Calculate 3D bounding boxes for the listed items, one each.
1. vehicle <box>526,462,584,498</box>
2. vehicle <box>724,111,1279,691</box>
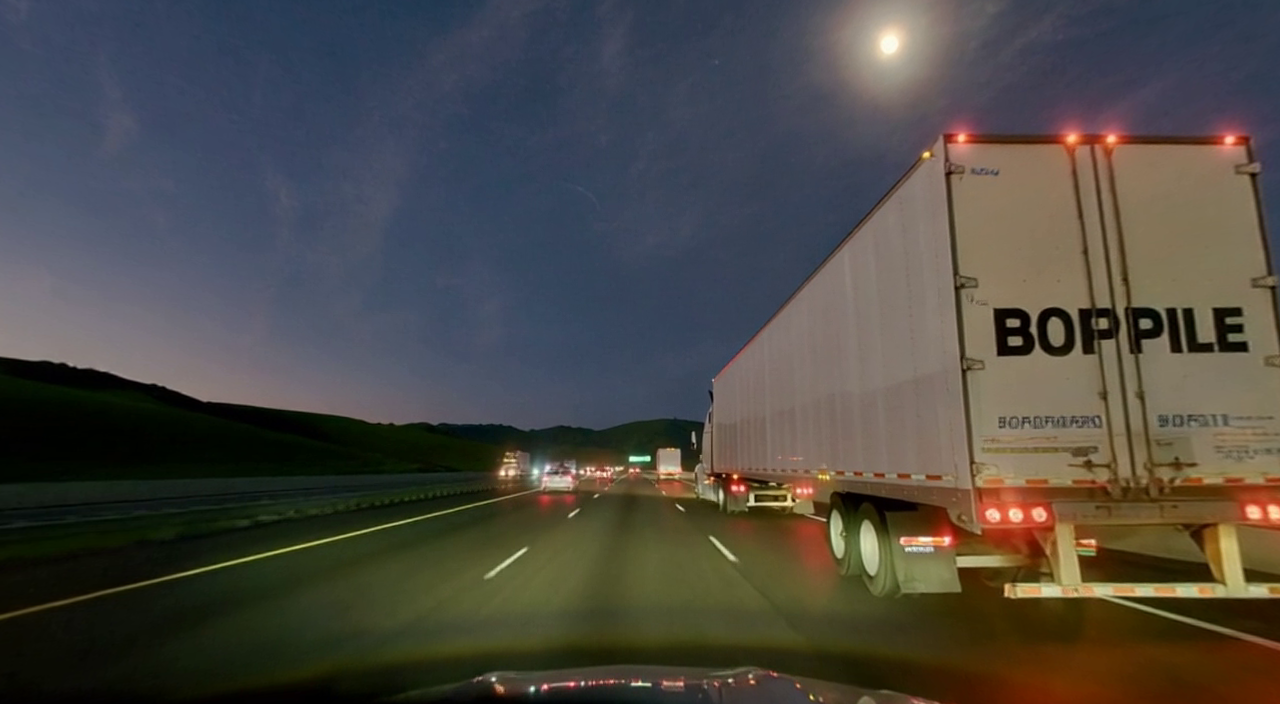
[{"bbox_3d":[-4.041,6.243,30.823,2.088,1.566,4.853,0,-11,1],"label":"vehicle"},{"bbox_3d":[3.880,1.469,11.322,2.839,4.062,14.051,1,-11,0],"label":"vehicle"}]
